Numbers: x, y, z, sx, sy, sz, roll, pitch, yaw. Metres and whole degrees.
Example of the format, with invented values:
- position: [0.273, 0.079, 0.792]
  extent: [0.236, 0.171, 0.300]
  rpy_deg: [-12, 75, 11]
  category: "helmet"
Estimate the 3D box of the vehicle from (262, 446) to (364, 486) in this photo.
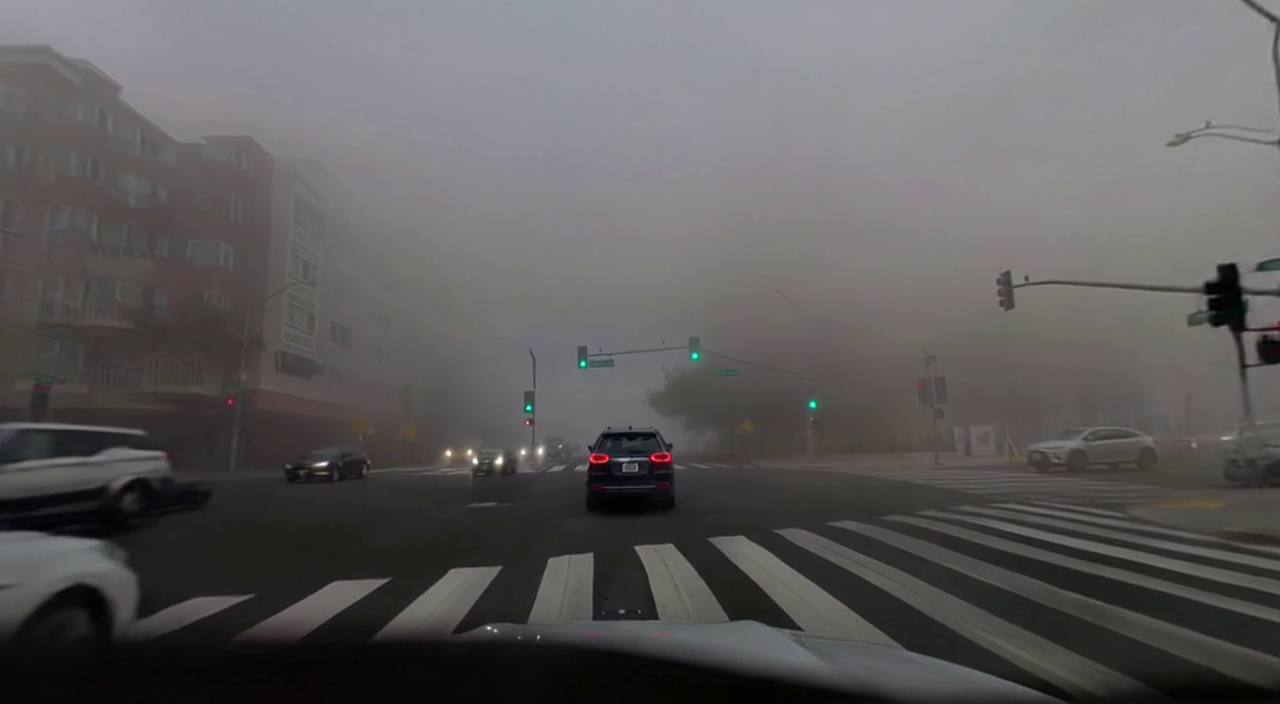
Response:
- position: [-13.469, 4.678, 26.351]
  extent: [1.943, 1.487, 4.472]
  rpy_deg: [0, -8, -1]
  category: "vehicle"

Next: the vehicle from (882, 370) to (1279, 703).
- position: [3.146, 1.068, 3.514]
  extent: [1.906, 1.608, 4.137]
  rpy_deg: [0, -8, -1]
  category: "vehicle"

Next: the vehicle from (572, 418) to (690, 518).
- position: [-0.143, 2.559, 14.566]
  extent: [2.206, 1.858, 5.332]
  rpy_deg: [0, -8, 1]
  category: "vehicle"

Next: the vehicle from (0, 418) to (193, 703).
- position: [-3.741, 0.849, 1.411]
  extent: [2.055, 1.488, 4.733]
  rpy_deg: [0, -8, -1]
  category: "vehicle"

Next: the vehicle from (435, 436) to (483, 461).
- position: [-13.260, 7.085, 46.637]
  extent: [1.964, 1.712, 5.236]
  rpy_deg: [0, -8, 0]
  category: "vehicle"
